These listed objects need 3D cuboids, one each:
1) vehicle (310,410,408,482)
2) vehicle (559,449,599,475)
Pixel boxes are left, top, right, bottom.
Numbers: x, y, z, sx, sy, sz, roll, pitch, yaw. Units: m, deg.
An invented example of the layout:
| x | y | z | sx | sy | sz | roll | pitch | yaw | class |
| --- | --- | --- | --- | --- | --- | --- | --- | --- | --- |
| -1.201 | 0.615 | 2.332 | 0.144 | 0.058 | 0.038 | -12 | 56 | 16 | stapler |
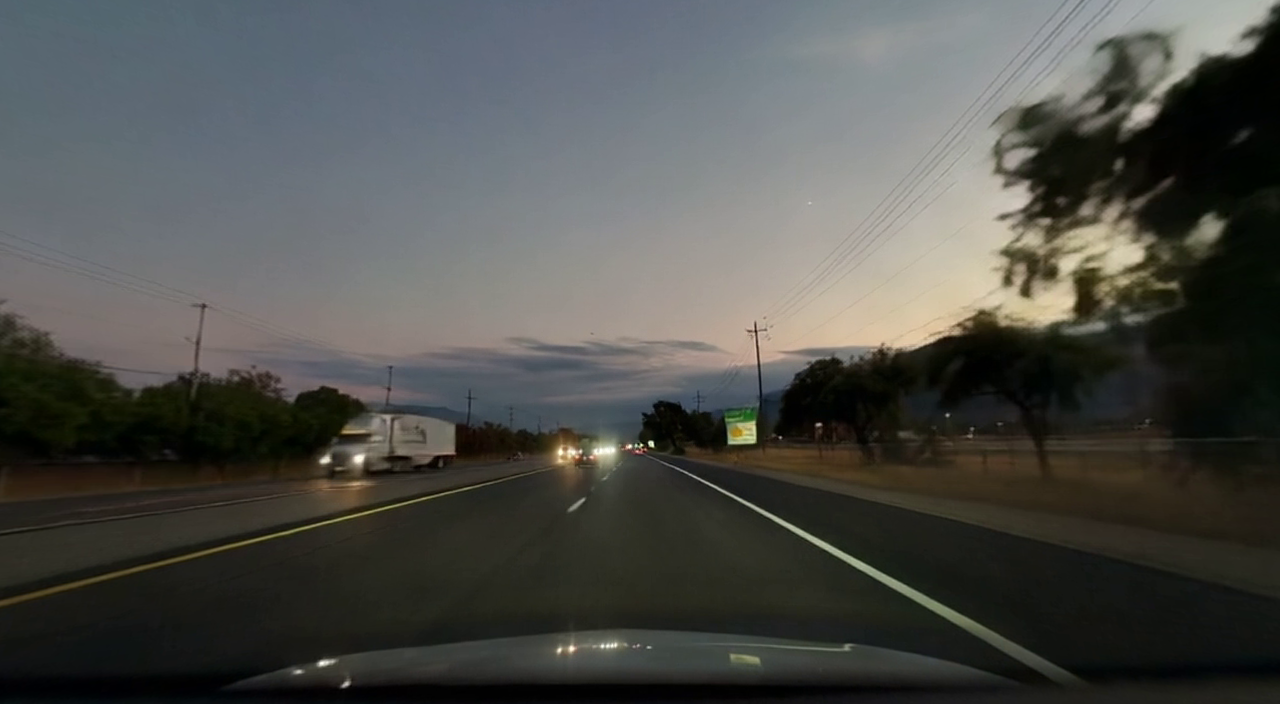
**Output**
| x | y | z | sx | sy | sz | roll | pitch | yaw | class |
| --- | --- | --- | --- | --- | --- | --- | --- | --- | --- |
| -17.030 | 5.785 | 38.517 | 3.145 | 4.012 | 5.883 | 0 | -9 | -1 | vehicle |
| -3.790 | 6.896 | 39.589 | 2.123 | 1.545 | 4.404 | 0 | -9 | 0 | vehicle |
